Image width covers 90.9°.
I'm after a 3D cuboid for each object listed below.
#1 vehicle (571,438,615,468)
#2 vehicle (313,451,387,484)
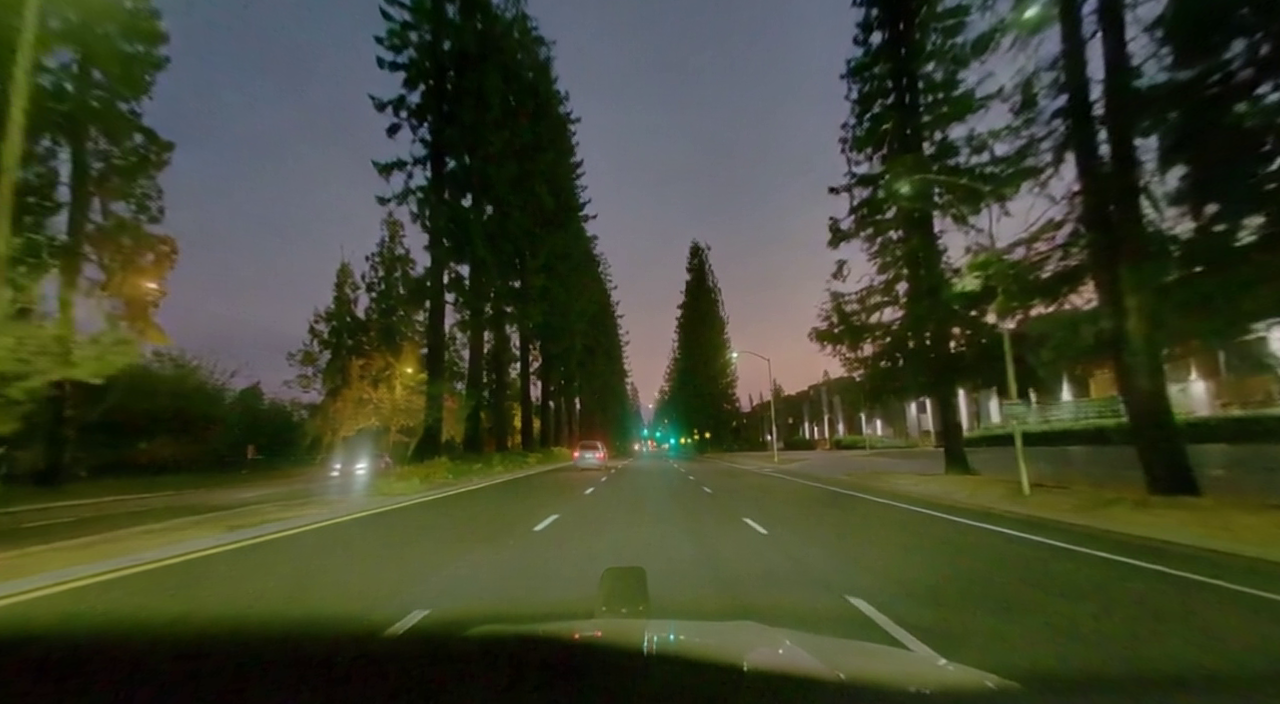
[{"bbox_3d":[-2.873,6.253,39.171,2.283,1.716,4.395,0,-8,1],"label":"vehicle"},{"bbox_3d":[-16.014,6.358,35.087,1.923,1.637,4.409,0,-8,1],"label":"vehicle"}]
